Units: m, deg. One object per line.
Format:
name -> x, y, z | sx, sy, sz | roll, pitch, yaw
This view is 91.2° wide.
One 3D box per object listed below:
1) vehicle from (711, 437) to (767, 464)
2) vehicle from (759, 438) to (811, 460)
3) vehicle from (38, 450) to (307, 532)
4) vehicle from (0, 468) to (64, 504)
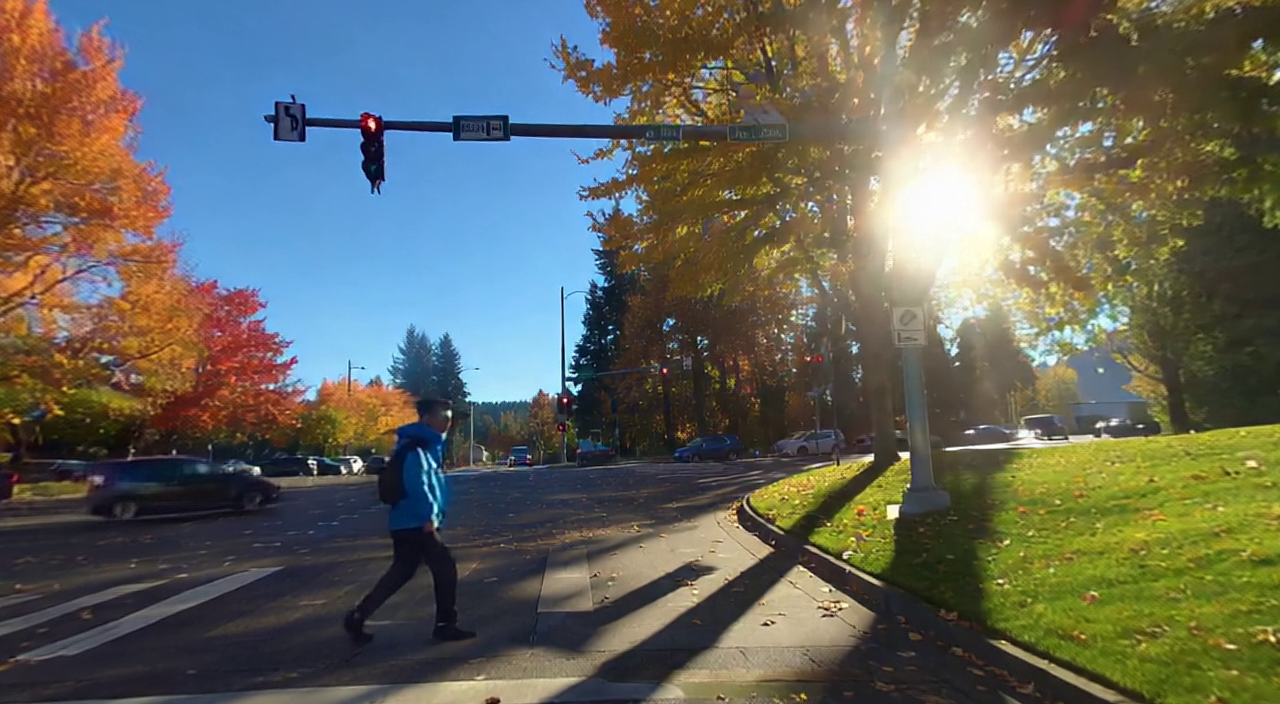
vehicle -> 6.964, 6.897, 43.955 | 1.867, 1.743, 4.259 | -8, -11, 40
vehicle -> 11.481, 7.640, 49.354 | 1.979, 1.659, 4.907 | -8, -11, 39
vehicle -> -10.932, 3.168, 15.028 | 1.915, 1.586, 4.734 | -7, -11, 39
vehicle -> -30.339, 6.449, 30.348 | 1.800, 1.520, 3.968 | 2, -9, -14
